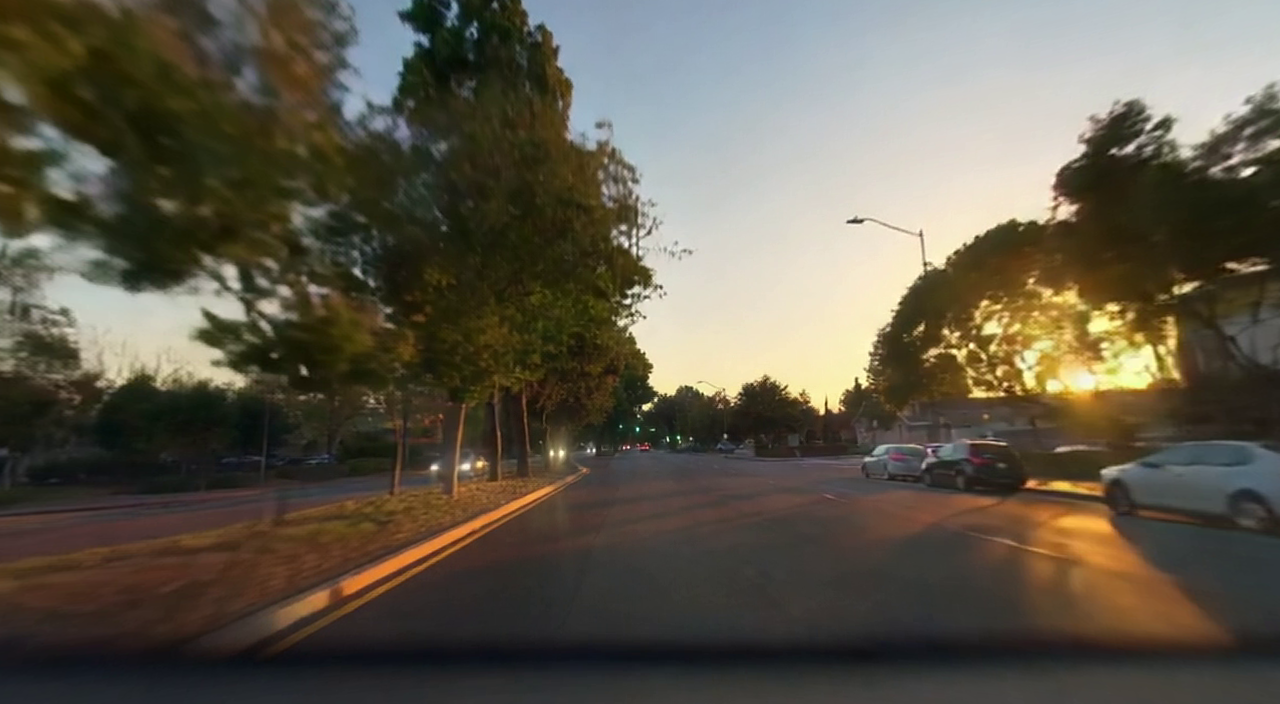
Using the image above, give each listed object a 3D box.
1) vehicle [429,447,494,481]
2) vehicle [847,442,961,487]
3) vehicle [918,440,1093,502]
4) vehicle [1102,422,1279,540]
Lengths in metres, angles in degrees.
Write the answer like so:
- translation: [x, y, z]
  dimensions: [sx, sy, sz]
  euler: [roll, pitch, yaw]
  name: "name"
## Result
- translation: [-10.072, 6.356, 36.125]
  dimensions: [2.108, 1.794, 4.995]
  euler: [-1, -9, 2]
  name: "vehicle"
- translation: [9.510, 4.089, 23.253]
  dimensions: [1.898, 1.477, 4.695]
  euler: [0, -9, -4]
  name: "vehicle"
- translation: [9.699, 3.189, 17.339]
  dimensions: [1.930, 1.453, 4.665]
  euler: [0, -9, -1]
  name: "vehicle"
- translation: [9.868, 1.965, 9.906]
  dimensions: [1.970, 1.610, 4.247]
  euler: [0, -9, 0]
  name: "vehicle"
